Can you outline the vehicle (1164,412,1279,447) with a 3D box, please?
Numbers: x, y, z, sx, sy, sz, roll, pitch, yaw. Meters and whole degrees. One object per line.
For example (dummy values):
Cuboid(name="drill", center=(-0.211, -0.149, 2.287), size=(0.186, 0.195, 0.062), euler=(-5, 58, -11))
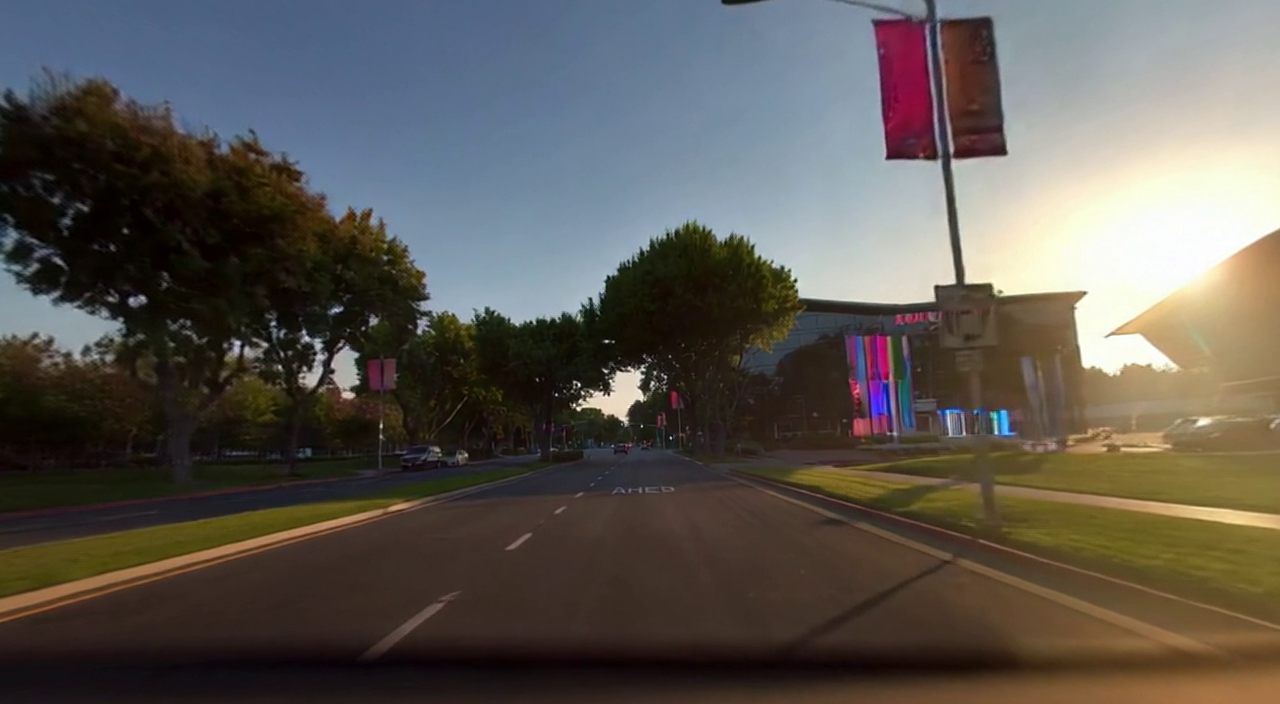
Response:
Cuboid(name="vehicle", center=(28.081, 3.788, 30.277), size=(1.895, 1.503, 4.234), euler=(0, -9, 0))
